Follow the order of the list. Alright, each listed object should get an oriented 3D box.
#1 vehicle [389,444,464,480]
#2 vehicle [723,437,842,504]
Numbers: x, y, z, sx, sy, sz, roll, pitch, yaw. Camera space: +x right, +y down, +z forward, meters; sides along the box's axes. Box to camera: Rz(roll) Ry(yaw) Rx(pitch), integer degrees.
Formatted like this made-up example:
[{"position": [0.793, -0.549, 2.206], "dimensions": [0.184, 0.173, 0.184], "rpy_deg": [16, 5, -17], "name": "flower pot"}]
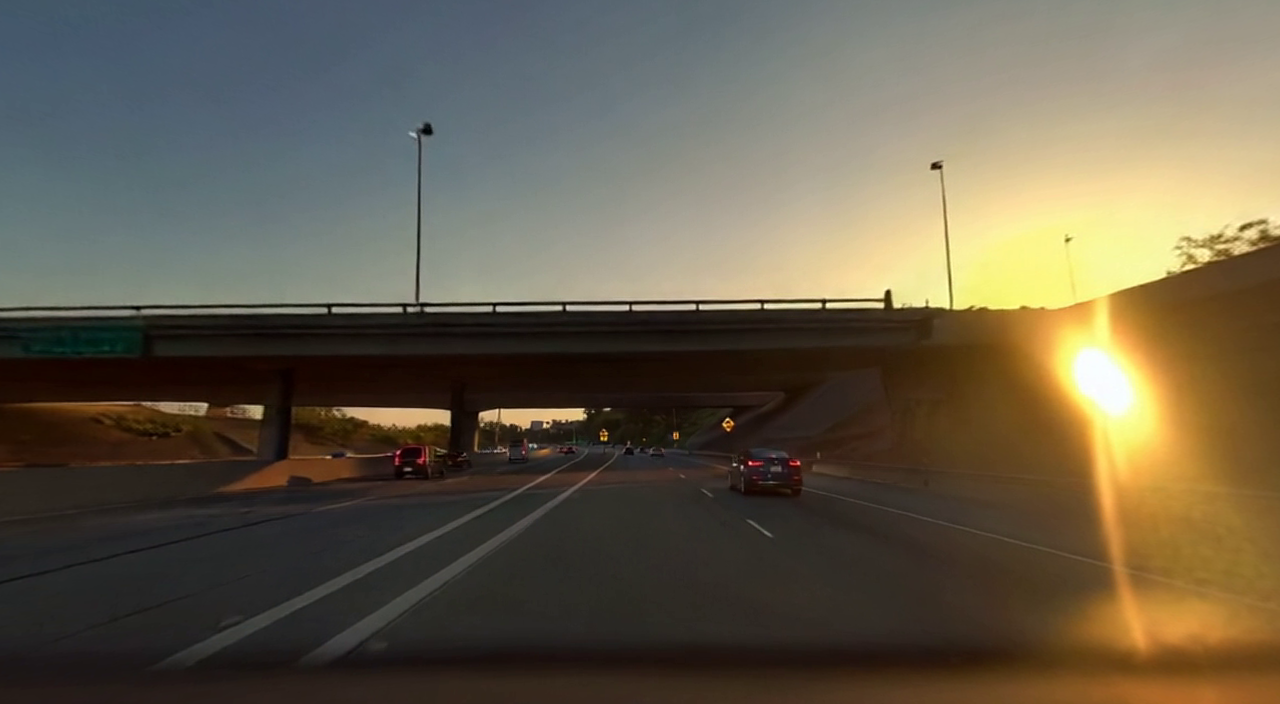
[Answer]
[{"position": [-9.985, 5.152, 29.833], "dimensions": [2.072, 1.545, 4.687], "rpy_deg": [0, -9, -2], "name": "vehicle"}, {"position": [3.617, 3.097, 16.893], "dimensions": [2.079, 1.535, 4.316], "rpy_deg": [0, -9, -2], "name": "vehicle"}]
